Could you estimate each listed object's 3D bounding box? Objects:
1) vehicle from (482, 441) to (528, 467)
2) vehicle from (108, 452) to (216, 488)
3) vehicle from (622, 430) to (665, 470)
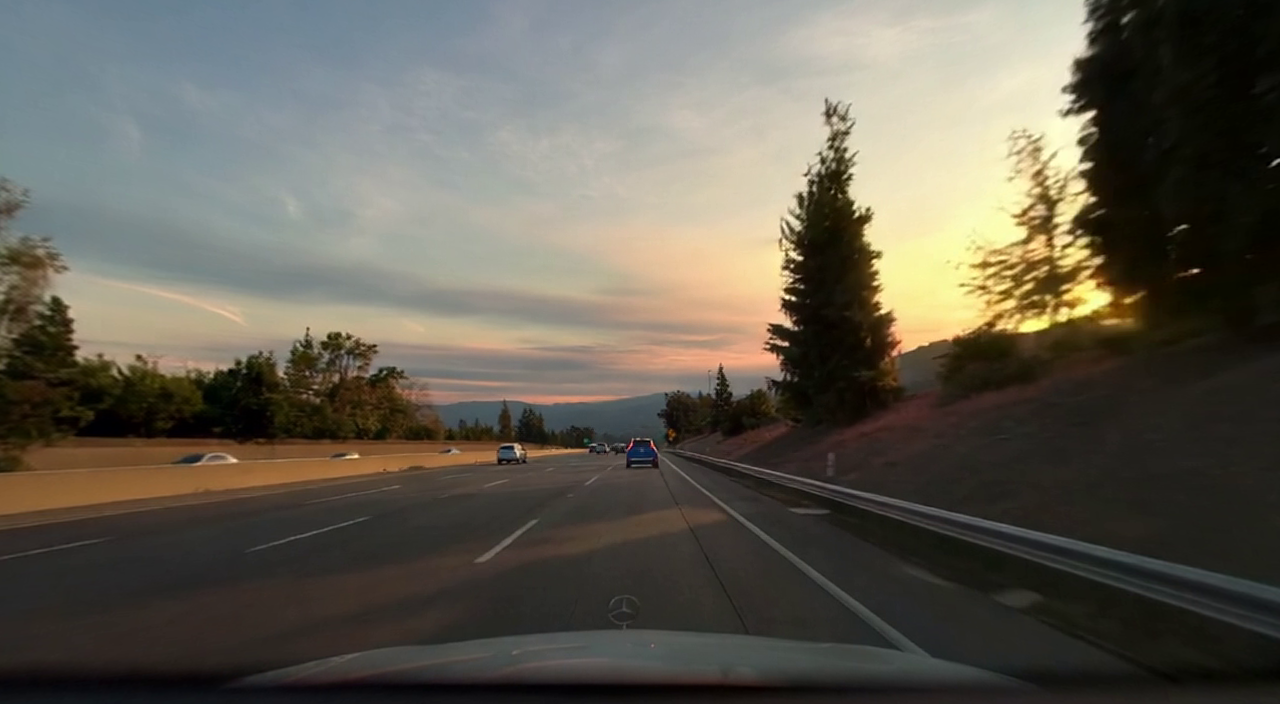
[{"bbox_3d":[-9.836,7.482,46.404,2.204,1.770,5.016,-1,-8,1],"label":"vehicle"},{"bbox_3d":[-23.652,5.826,31.467,2.009,1.556,4.207,-1,-8,1],"label":"vehicle"},{"bbox_3d":[0.171,5.666,36.642,2.318,2.145,4.561,0,-8,0],"label":"vehicle"}]
